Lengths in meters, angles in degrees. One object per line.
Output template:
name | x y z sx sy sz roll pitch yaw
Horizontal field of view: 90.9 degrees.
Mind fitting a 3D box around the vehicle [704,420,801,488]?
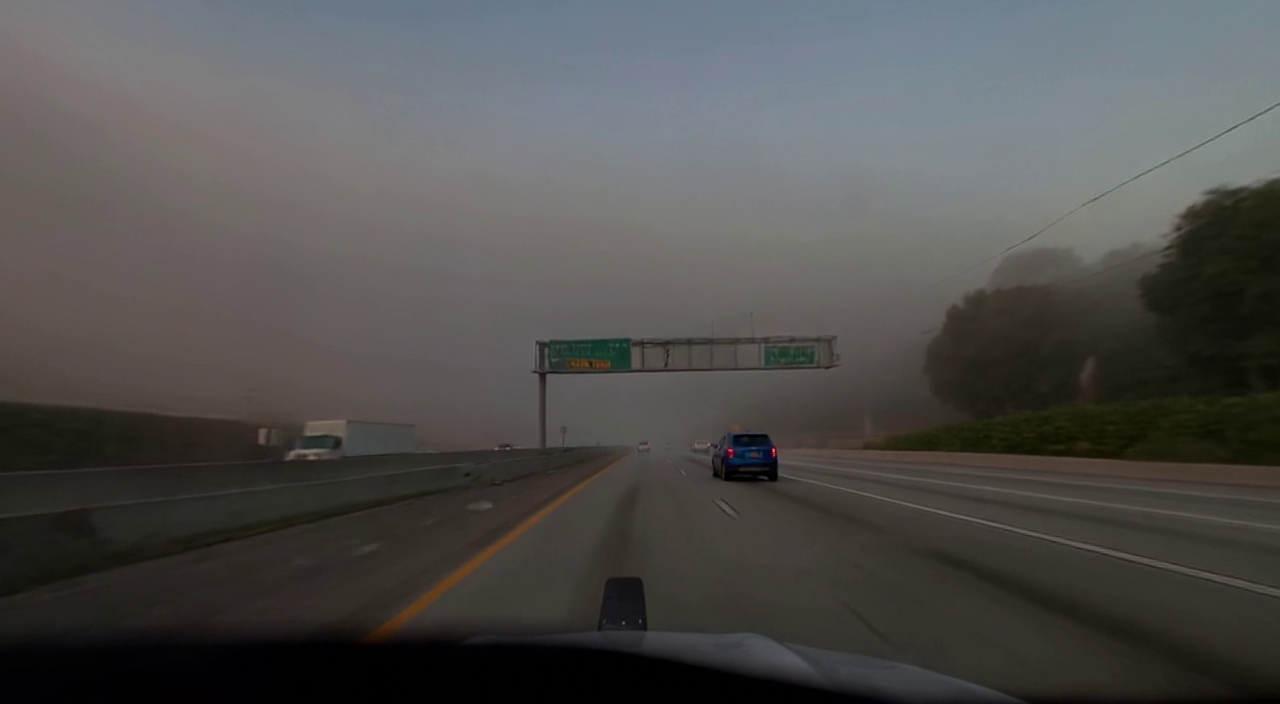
vehicle | 3.300 3.100 19.436 2.120 1.832 4.287 0 -8 -1

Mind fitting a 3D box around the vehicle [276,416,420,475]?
vehicle | -17.973 5.933 40.343 3.139 3.154 12.225 0 -8 1
